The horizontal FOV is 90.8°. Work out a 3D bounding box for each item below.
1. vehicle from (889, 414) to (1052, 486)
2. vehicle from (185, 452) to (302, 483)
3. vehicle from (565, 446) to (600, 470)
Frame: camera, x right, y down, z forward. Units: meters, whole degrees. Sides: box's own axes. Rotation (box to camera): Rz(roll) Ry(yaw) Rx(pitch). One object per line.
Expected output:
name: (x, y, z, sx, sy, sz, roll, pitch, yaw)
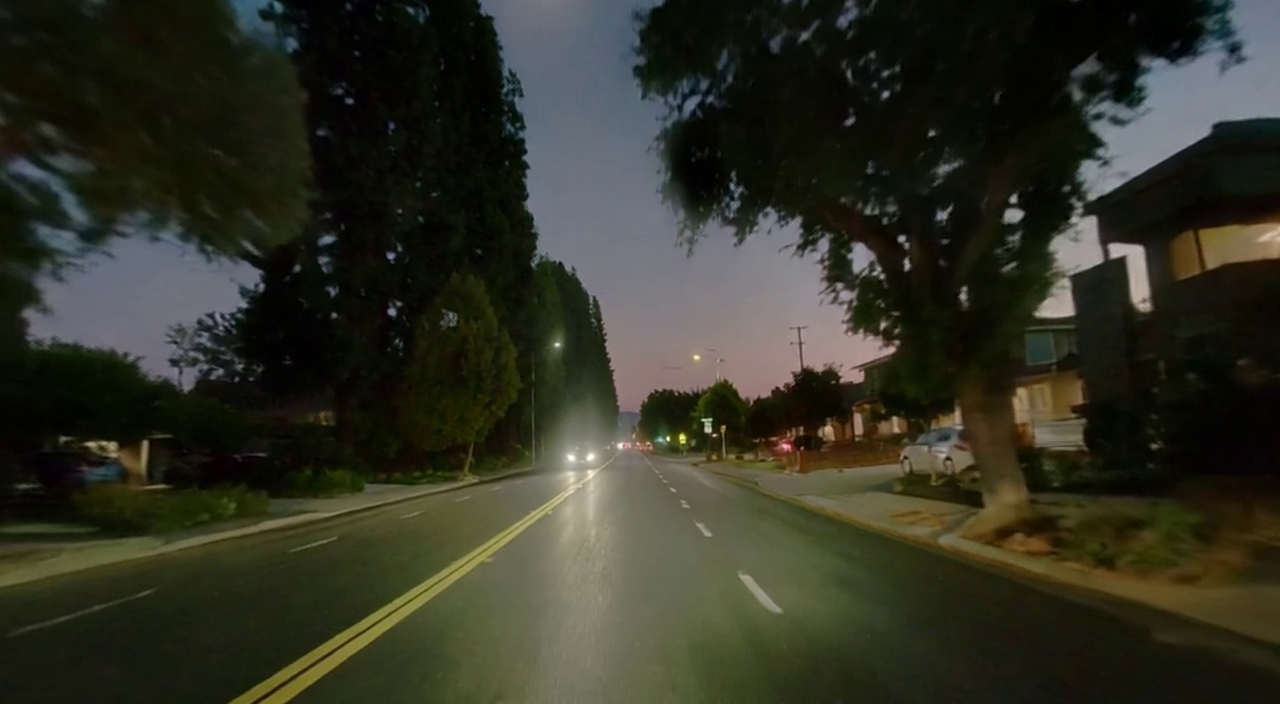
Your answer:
vehicle: (10.677, 3.257, 21.131, 2.305, 2.041, 5.711, 0, -9, 0)
vehicle: (-19.707, 5.750, 31.529, 4.459, 1.432, 1.979, 0, -9, -1)
vehicle: (-4.157, 7.786, 46.587, 2.208, 1.663, 4.326, 0, -9, 0)
